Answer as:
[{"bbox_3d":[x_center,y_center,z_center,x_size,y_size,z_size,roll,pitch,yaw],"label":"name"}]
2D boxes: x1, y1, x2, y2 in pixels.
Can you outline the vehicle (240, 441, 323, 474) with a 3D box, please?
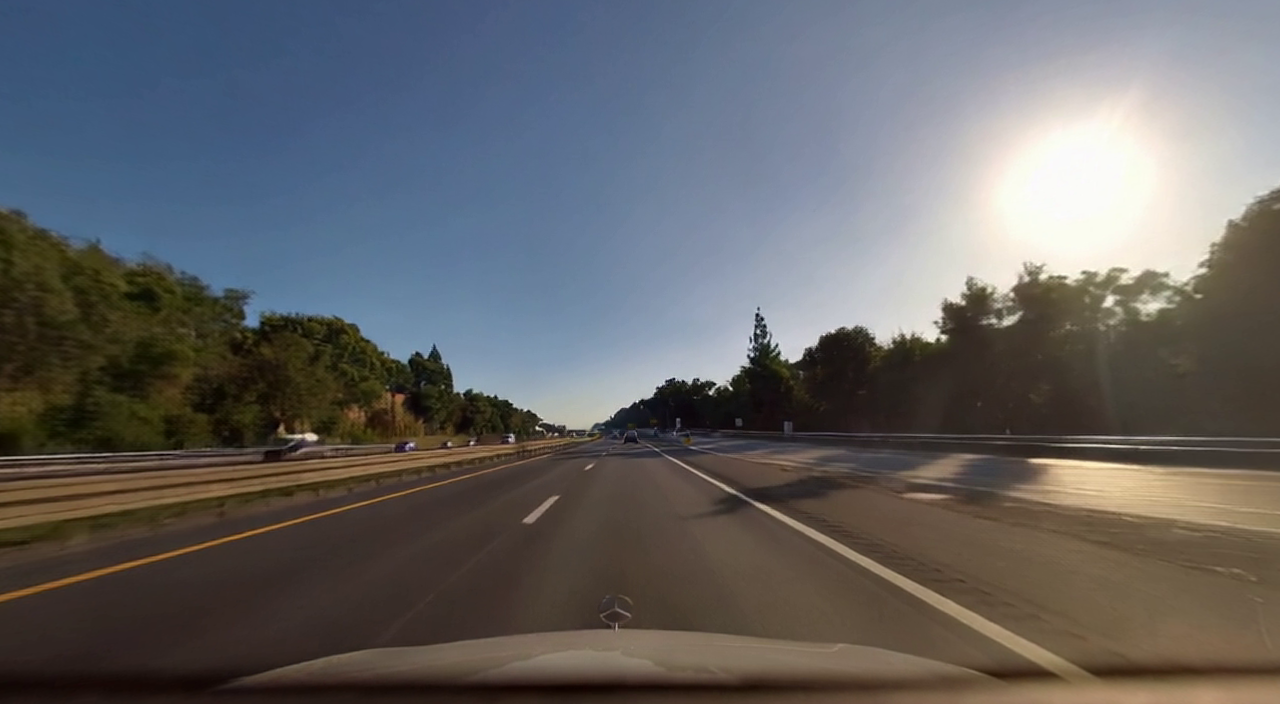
[{"bbox_3d":[-16.983,4.991,30.028,1.756,1.429,3.808,0,-8,-1],"label":"vehicle"}]
